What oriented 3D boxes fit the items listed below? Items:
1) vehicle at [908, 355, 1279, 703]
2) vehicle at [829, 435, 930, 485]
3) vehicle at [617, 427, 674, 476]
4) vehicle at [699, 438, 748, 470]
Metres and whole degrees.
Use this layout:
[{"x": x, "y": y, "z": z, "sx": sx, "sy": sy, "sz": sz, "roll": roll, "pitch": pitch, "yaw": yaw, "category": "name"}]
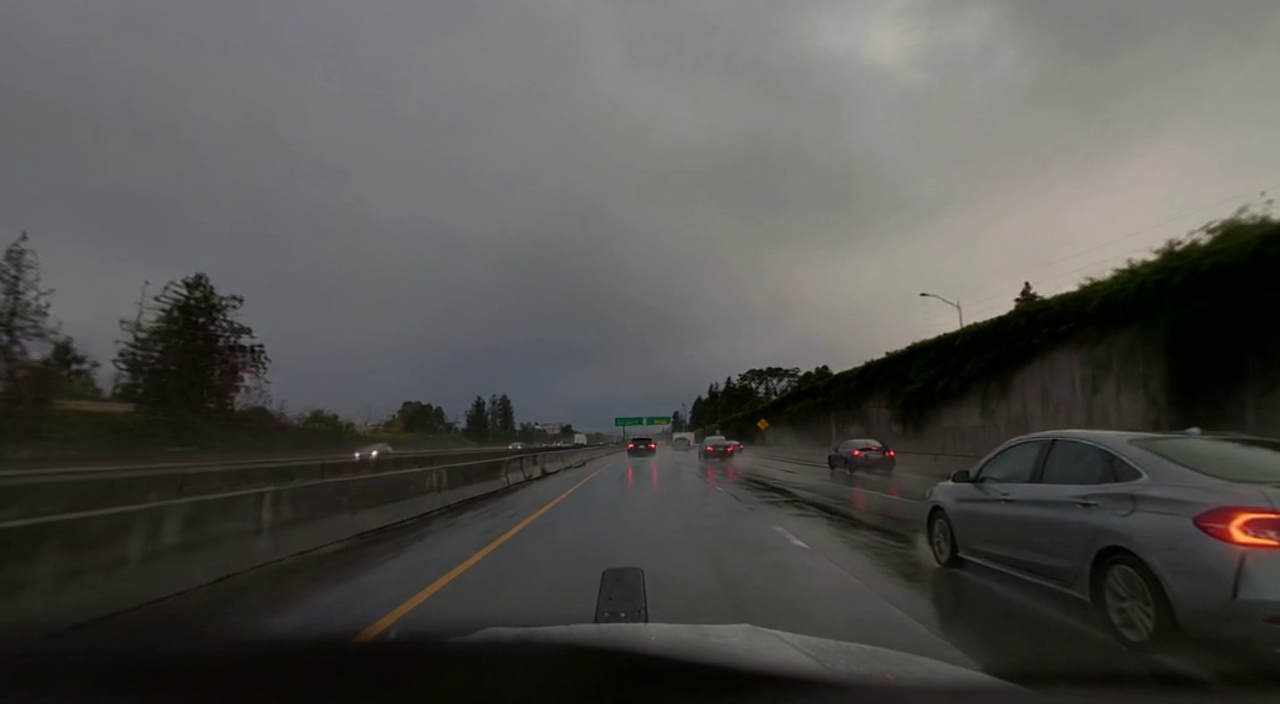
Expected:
[{"x": 3.714, "y": 1.061, "z": 4.127, "sx": 2.003, "sy": 1.661, "sz": 4.418, "roll": -1, "pitch": -8, "yaw": 1, "category": "vehicle"}, {"x": 8.067, "y": 3.668, "z": 21.700, "sx": 1.810, "sy": 1.516, "sz": 4.183, "roll": 0, "pitch": -8, "yaw": 0, "category": "vehicle"}, {"x": 0.185, "y": 4.147, "z": 26.414, "sx": 2.189, "sy": 1.852, "sz": 4.038, "roll": 0, "pitch": -8, "yaw": 0, "category": "vehicle"}, {"x": 4.146, "y": 5.119, "z": 31.819, "sx": 1.825, "sy": 1.487, "sz": 4.034, "roll": 0, "pitch": -8, "yaw": -1, "category": "vehicle"}]
